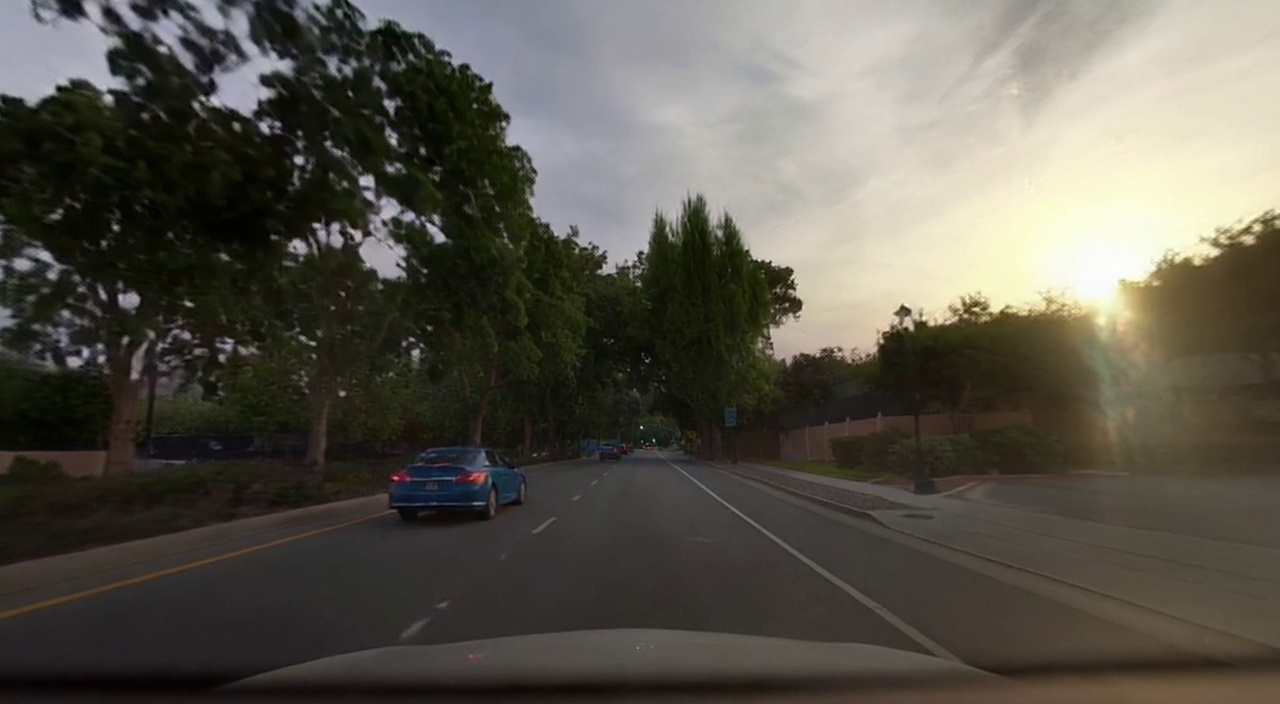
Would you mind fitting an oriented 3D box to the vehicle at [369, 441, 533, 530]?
[{"bbox_3d":[-3.444,2.507,12.497,1.870,1.431,4.317,0,-8,1],"label":"vehicle"}]
